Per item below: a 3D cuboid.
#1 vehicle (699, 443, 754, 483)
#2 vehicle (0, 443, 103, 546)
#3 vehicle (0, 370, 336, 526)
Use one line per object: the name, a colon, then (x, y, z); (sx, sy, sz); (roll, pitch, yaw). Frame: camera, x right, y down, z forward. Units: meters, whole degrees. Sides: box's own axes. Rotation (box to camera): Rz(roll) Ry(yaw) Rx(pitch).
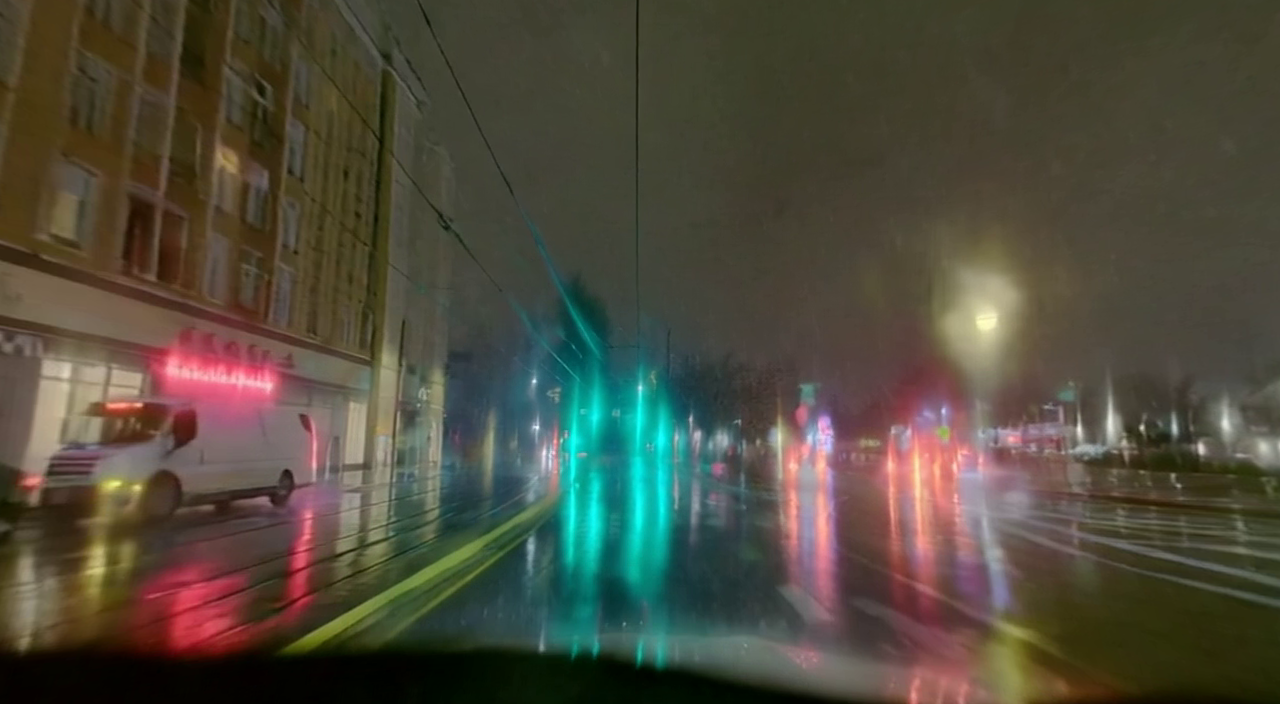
vehicle: (3.564, 4.606, 26.527); (1.819, 1.546, 3.681); (0, -8, 1)
vehicle: (-10.224, 1.996, 8.413); (1.789, 1.484, 4.916); (-1, -8, 0)
vehicle: (-10.687, 2.304, 15.571); (2.378, 2.765, 7.920); (2, -8, 0)
